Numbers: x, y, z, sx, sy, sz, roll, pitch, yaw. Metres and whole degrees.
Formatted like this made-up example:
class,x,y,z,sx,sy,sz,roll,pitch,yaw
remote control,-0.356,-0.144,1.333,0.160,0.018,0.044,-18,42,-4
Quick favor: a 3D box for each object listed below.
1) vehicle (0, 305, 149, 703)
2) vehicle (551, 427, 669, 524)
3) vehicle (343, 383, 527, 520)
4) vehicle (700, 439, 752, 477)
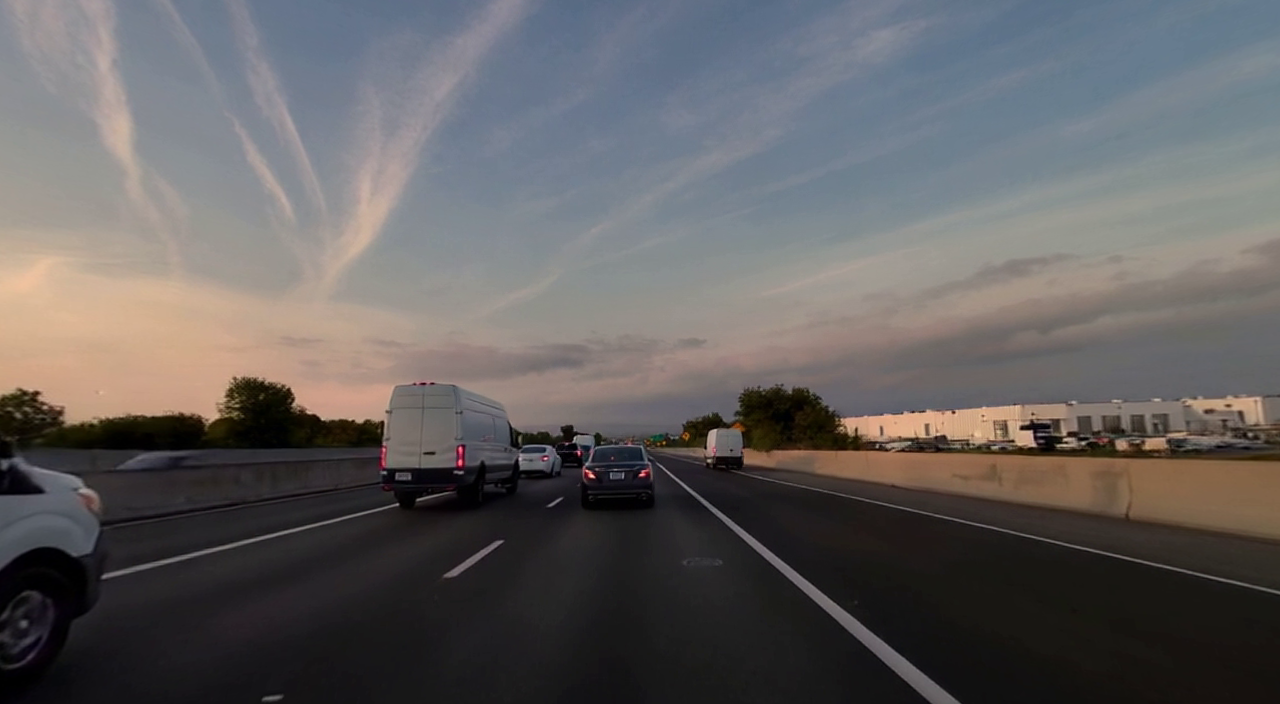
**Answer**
class,x,y,z,sx,sy,sz,roll,pitch,yaw
vehicle,-4.004,0.491,1.156,2.253,1.892,4.823,0,-9,0
vehicle,-0.525,2.493,13.157,2.093,1.695,3.782,0,-9,0
vehicle,-4.574,2.445,15.655,2.248,2.626,6.837,0,-9,0
vehicle,4.242,5.313,31.820,2.003,1.754,4.134,0,-9,0
